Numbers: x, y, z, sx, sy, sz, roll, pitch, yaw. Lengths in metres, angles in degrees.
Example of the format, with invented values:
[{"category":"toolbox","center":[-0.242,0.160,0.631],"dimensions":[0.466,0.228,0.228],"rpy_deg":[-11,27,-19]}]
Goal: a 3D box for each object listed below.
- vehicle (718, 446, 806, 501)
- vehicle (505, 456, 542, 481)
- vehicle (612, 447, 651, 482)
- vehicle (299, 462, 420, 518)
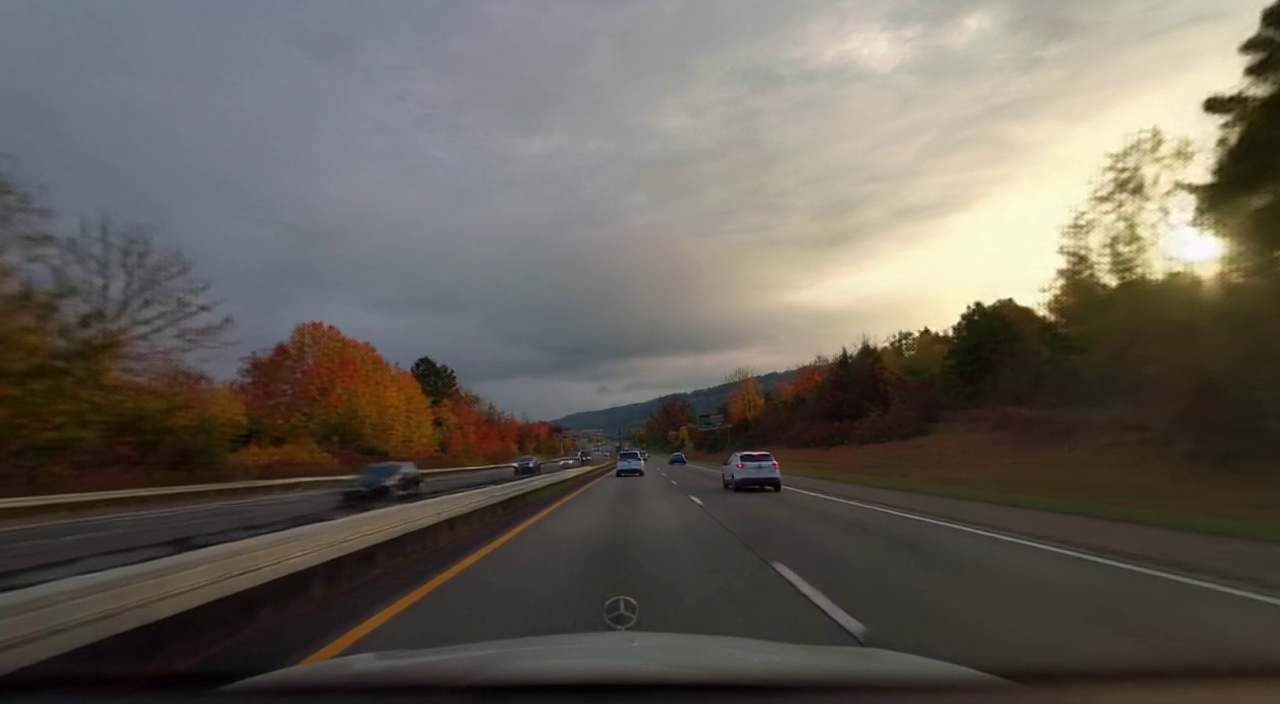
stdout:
[{"category":"vehicle","center":[3.709,3.777,19.876],"dimensions":[1.843,1.505,4.339],"rpy_deg":[0,-9,-1]},{"category":"vehicle","center":[-9.005,9.023,48.865],"dimensions":[1.932,1.738,4.571],"rpy_deg":[-1,-9,1]},{"category":"vehicle","center":[-0.413,5.914,33.092],"dimensions":[1.937,1.699,3.936],"rpy_deg":[-1,-9,0]},{"category":"vehicle","center":[-9.245,4.566,21.176],"dimensions":[1.935,1.532,4.629],"rpy_deg":[-1,-9,0]}]
